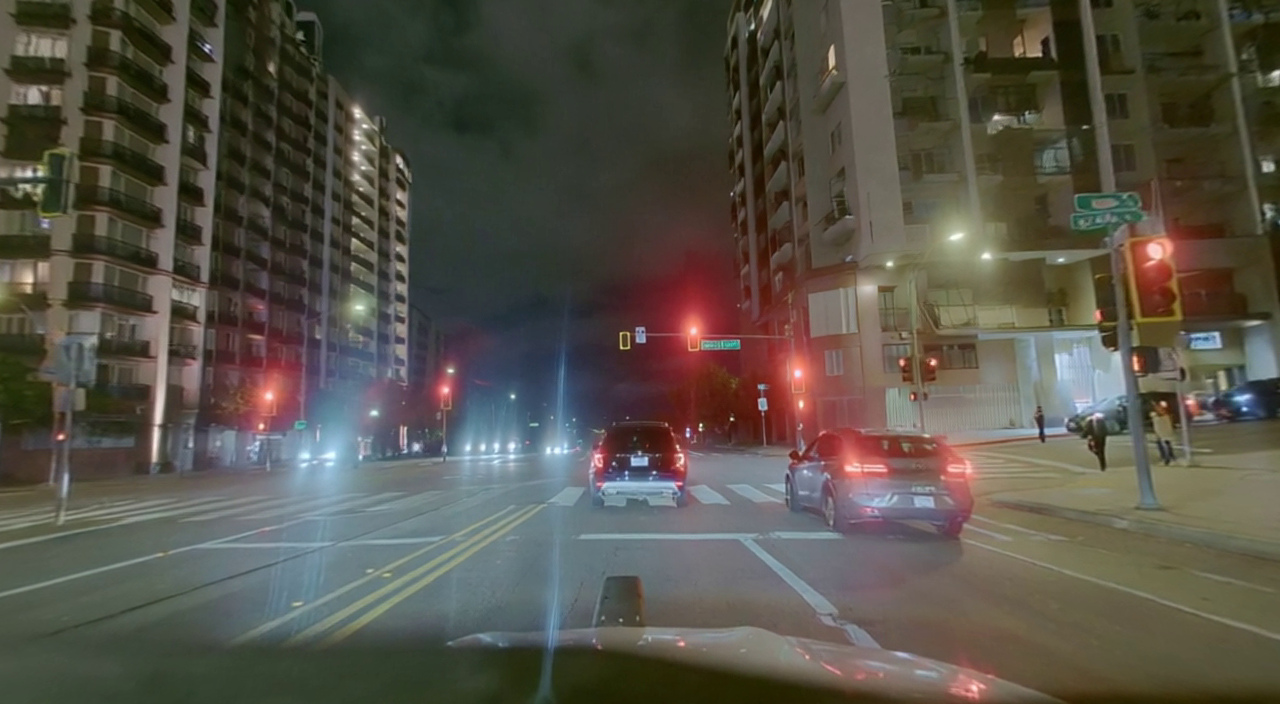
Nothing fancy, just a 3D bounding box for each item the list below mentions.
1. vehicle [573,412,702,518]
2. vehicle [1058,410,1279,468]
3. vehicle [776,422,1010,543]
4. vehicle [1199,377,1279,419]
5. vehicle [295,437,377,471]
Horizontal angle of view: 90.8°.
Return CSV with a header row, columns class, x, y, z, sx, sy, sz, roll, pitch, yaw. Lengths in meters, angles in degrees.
class,x,y,z,sx,sy,sz,roll,pitch,yaw
vehicle,-0.009,2.215,12.785,2.168,1.776,4.135,0,-8,1
vehicle,14.281,2.373,17.227,4.354,1.466,1.863,0,-8,1
vehicle,3.739,2.014,10.423,1.987,1.538,4.510,0,-8,0
vehicle,26.749,1.956,26.773,4.287,1.639,1.729,0,-8,2
vehicle,-16.622,5.594,34.843,2.132,1.710,4.504,-1,-8,3
